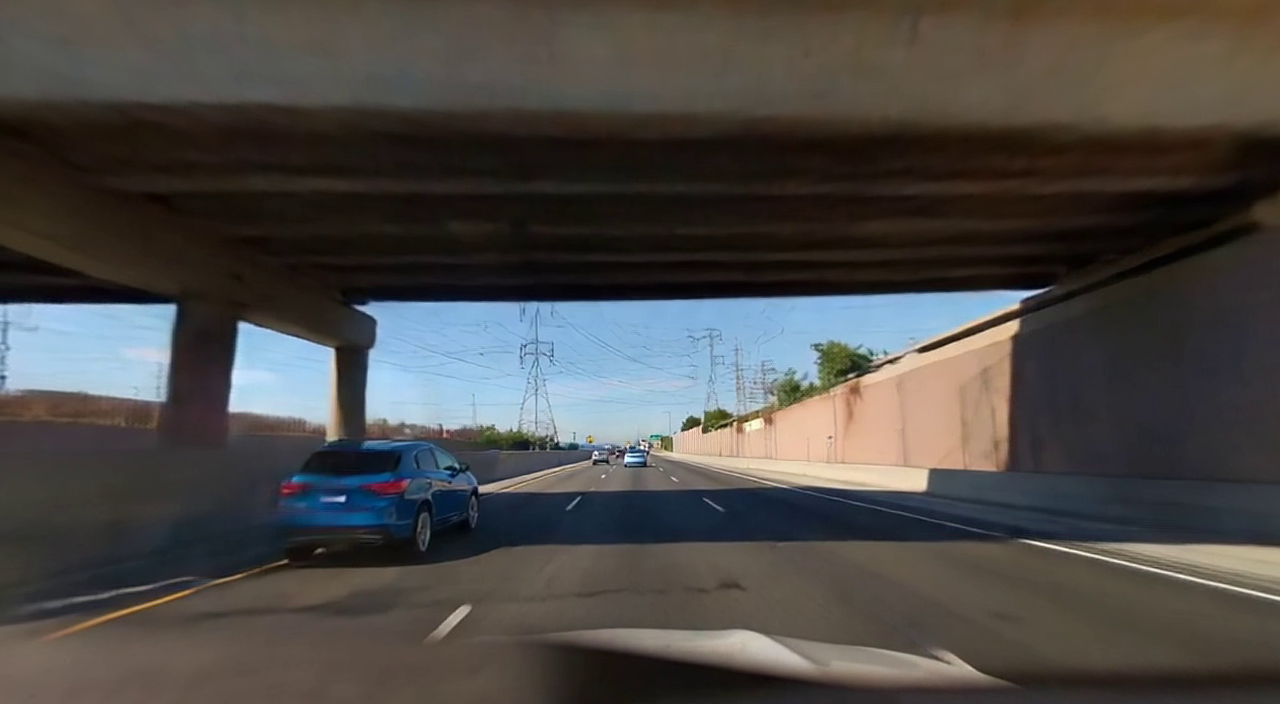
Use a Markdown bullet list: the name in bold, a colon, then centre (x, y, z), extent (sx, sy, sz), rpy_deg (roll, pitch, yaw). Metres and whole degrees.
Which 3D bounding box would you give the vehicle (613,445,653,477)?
- **vehicle**: centre (-0.365, 5.799, 33.559), extent (2.004, 1.615, 4.113), rpy_deg (0, -9, -1)

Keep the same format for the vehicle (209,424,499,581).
- **vehicle**: centre (-3.332, 1.823, 8.353), extent (1.987, 1.548, 3.981), rpy_deg (0, -9, -1)
